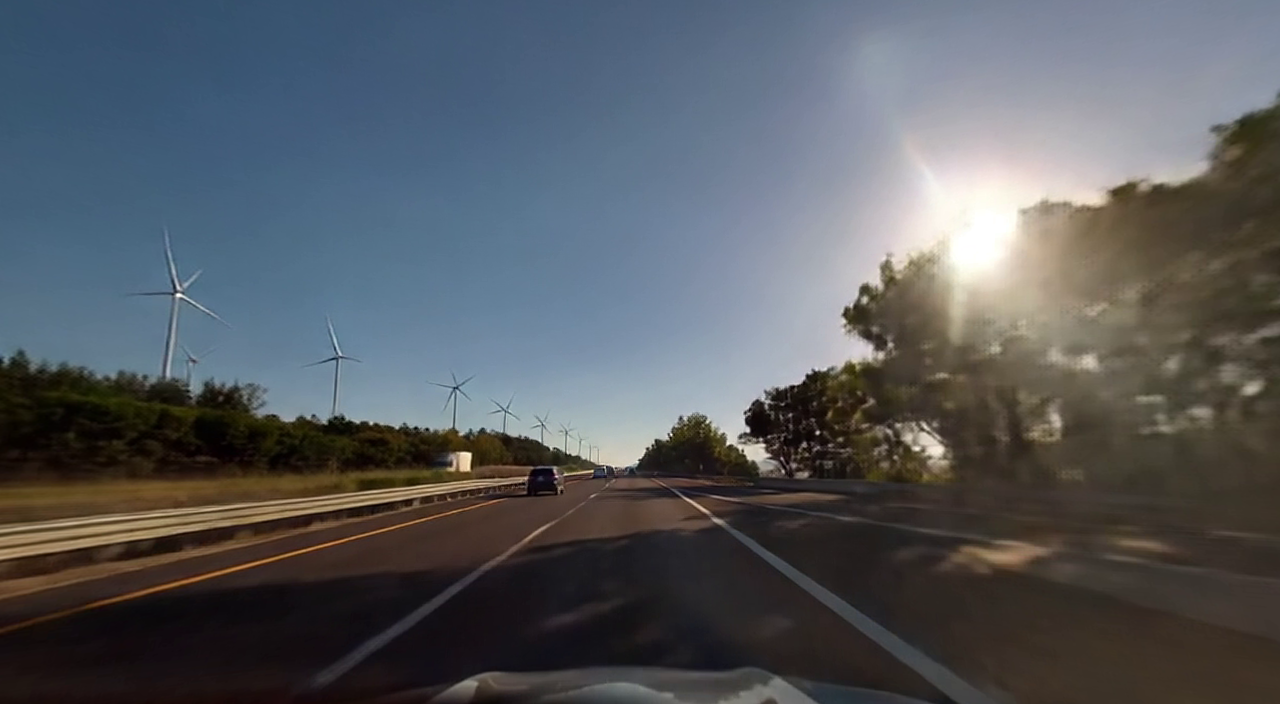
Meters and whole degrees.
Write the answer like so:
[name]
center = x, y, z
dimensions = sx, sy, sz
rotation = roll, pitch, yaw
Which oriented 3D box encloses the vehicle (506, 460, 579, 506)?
[vehicle]
center = -3.495, 4.795, 23.272
dimensions = 2.001, 1.486, 4.104
rotation = 1, -10, 0
